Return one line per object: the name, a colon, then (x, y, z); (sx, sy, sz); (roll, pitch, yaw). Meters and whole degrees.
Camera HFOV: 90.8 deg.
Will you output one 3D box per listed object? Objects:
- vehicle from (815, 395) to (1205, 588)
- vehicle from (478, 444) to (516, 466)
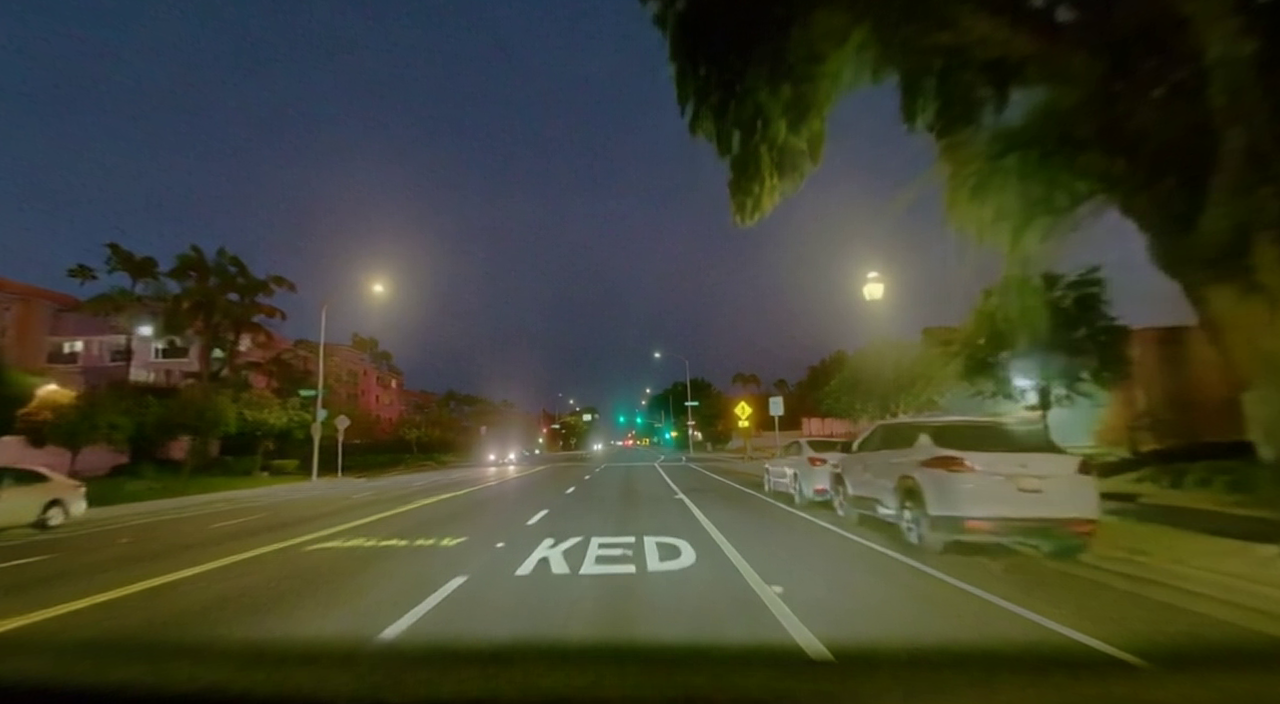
vehicle: (4.070, 1.632, 8.272); (2.220, 1.752, 4.782); (0, -8, 1)
vehicle: (-10.793, 7.802, 47.995); (2.022, 1.569, 4.275); (0, -8, -1)
